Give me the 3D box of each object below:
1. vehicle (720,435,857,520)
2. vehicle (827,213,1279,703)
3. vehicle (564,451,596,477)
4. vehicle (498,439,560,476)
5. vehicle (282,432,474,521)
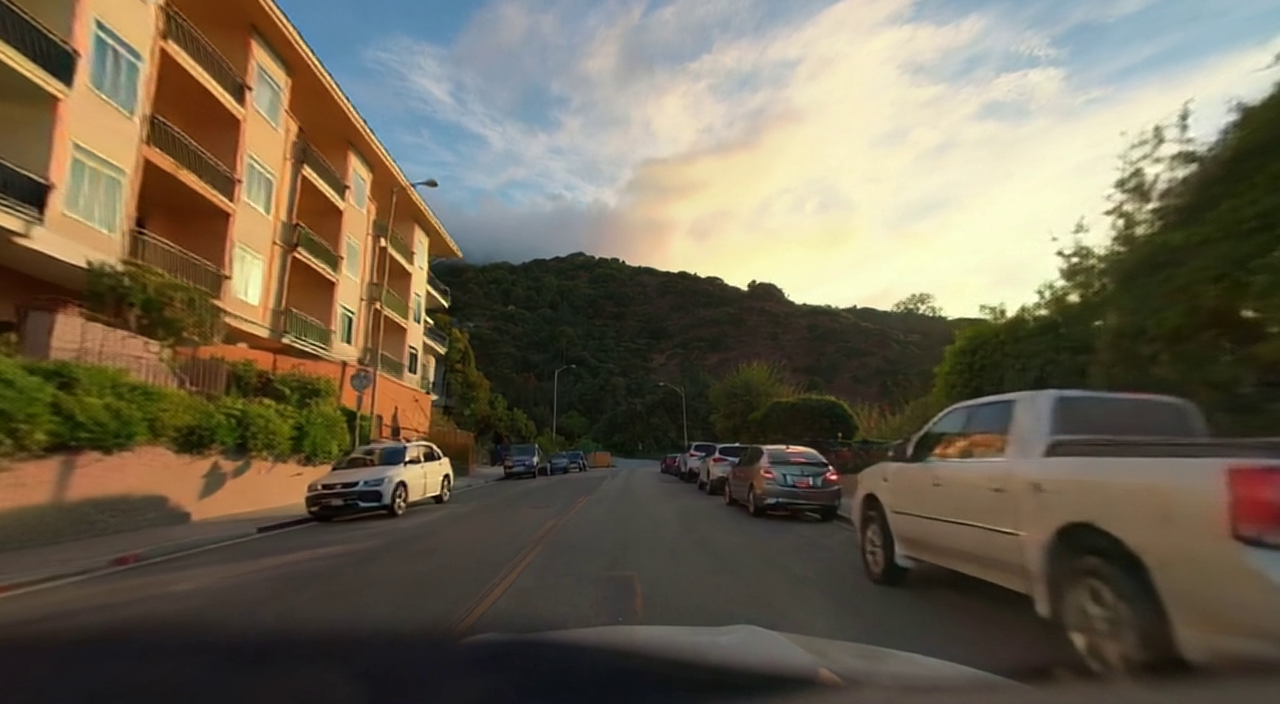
[{"bbox_3d":[3.124,2.745,14.320,1.926,1.602,4.433,0,-9,-1],"label":"vehicle"},{"bbox_3d":[3.478,0.957,4.562,2.482,2.184,5.383,0,-9,-1],"label":"vehicle"},{"bbox_3d":[-3.721,7.107,39.773,1.856,1.474,4.522,0,-11,-3],"label":"vehicle"},{"bbox_3d":[-6.557,6.454,37.872,2.692,1.949,5.948,0,-12,-1],"label":"vehicle"},{"bbox_3d":[-6.282,3.054,16.137,2.374,1.843,5.638,0,-9,1],"label":"vehicle"}]
